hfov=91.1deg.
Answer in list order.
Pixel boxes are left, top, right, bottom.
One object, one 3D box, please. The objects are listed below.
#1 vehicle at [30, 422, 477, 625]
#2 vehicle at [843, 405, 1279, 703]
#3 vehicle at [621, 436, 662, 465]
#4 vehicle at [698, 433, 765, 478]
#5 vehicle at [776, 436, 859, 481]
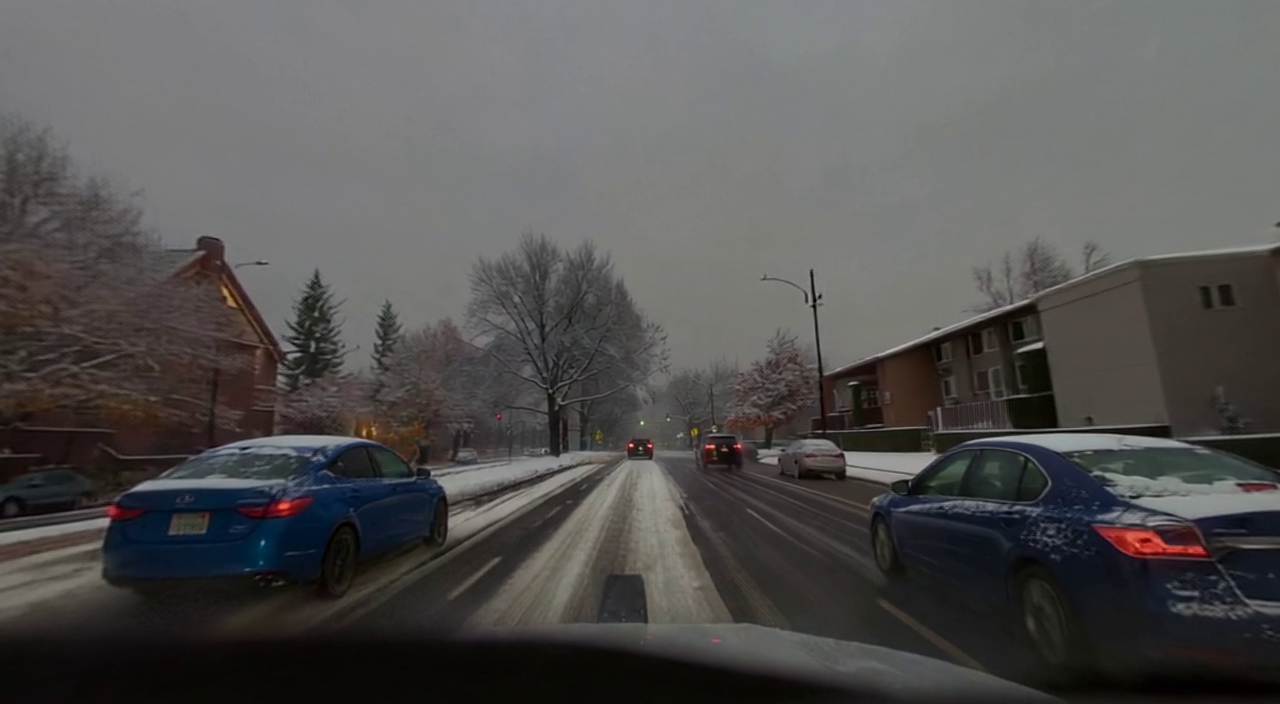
[{"bbox_3d":[-3.471,1.604,6.984,1.997,1.479,4.547,0,-8,1],"label":"vehicle"},{"bbox_3d":[3.320,1.281,4.791,2.060,1.474,4.475,0,-8,0],"label":"vehicle"},{"bbox_3d":[0.092,5.933,37.882,2.293,1.662,4.262,0,-8,0],"label":"vehicle"},{"bbox_3d":[3.619,4.191,25.674,2.019,1.675,4.488,0,-8,0],"label":"vehicle"},{"bbox_3d":[7.001,4.230,25.261,1.933,1.647,4.487,0,-8,-1],"label":"vehicle"}]
